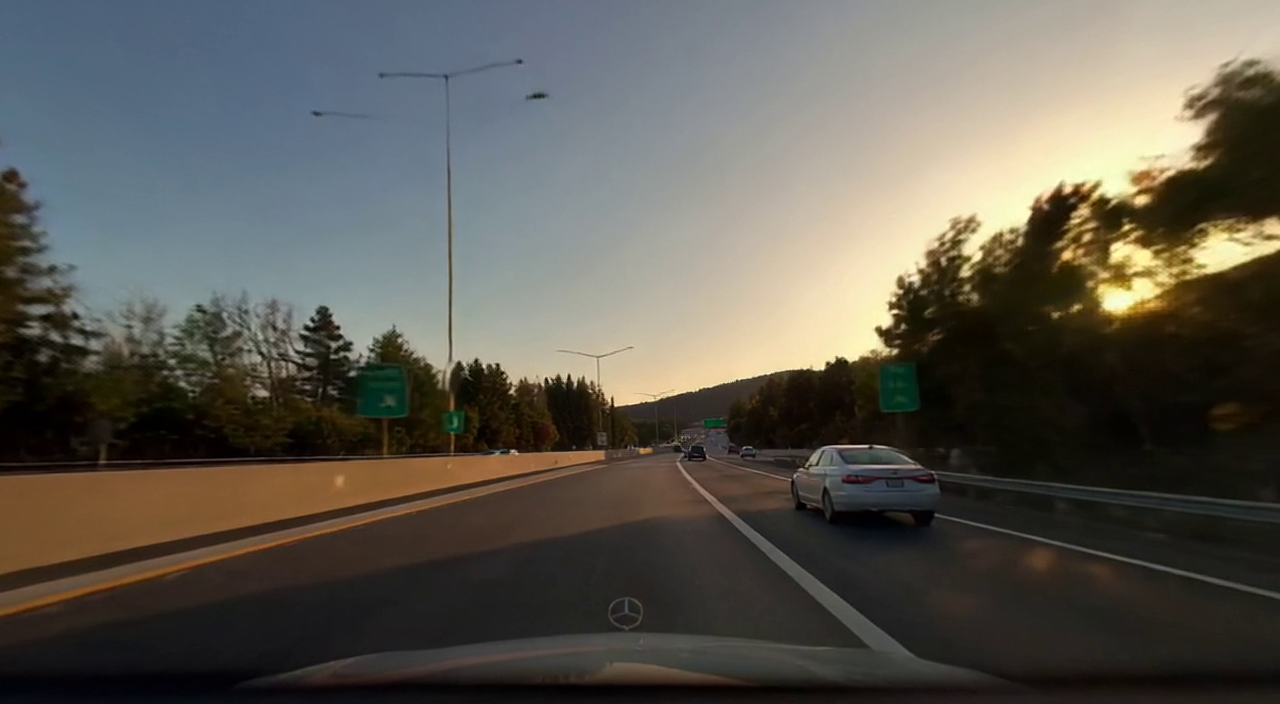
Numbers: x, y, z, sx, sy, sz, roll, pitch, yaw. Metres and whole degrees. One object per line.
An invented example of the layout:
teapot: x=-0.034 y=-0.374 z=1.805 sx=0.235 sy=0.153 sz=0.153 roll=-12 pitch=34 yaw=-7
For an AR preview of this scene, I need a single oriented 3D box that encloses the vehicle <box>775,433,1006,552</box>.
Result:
vehicle: x=3.606 y=2.095 z=10.061 sx=1.938 sy=1.456 sz=4.204 roll=0 pitch=-9 yaw=0
